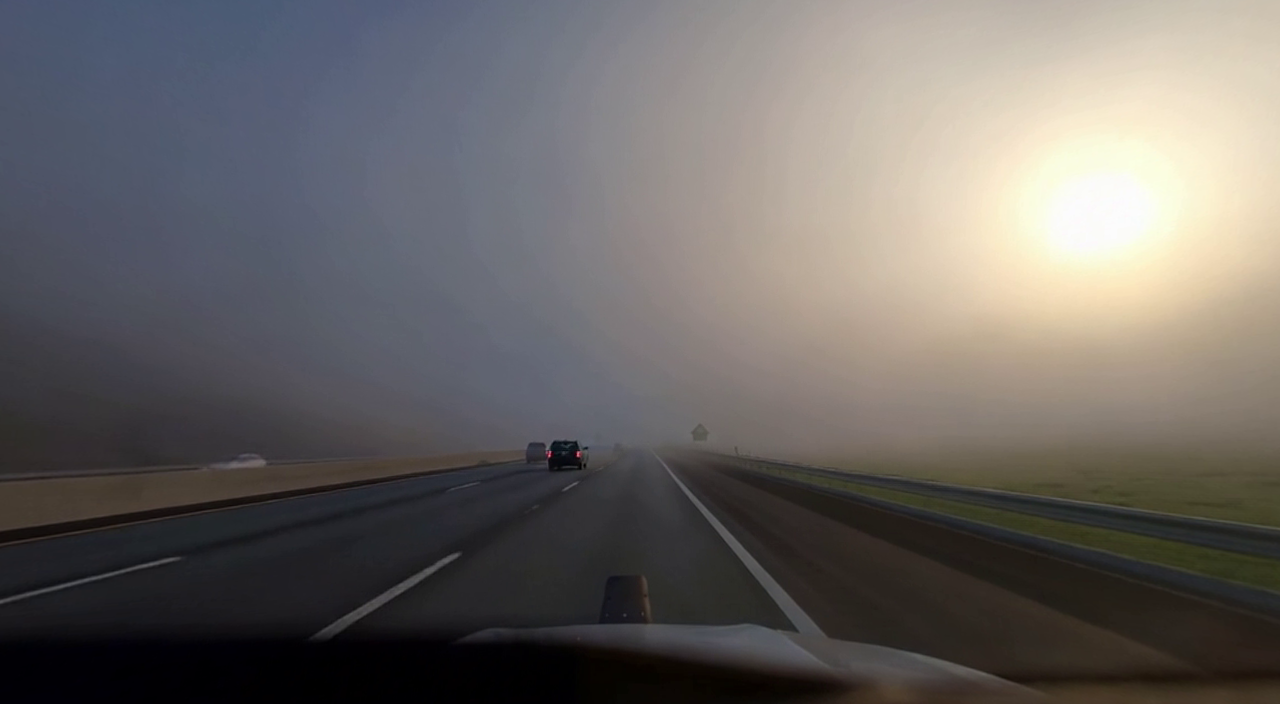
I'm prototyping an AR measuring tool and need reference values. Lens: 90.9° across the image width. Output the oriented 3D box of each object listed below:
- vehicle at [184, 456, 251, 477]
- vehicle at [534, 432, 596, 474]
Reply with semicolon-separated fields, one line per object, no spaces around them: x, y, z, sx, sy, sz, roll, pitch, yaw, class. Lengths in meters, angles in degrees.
-32.777;8.911;49.085;2.019;1.469;4.523;0;-8;1;vehicle
-3.450;4.794;30.070;2.283;1.802;4.810;0;-8;1;vehicle
